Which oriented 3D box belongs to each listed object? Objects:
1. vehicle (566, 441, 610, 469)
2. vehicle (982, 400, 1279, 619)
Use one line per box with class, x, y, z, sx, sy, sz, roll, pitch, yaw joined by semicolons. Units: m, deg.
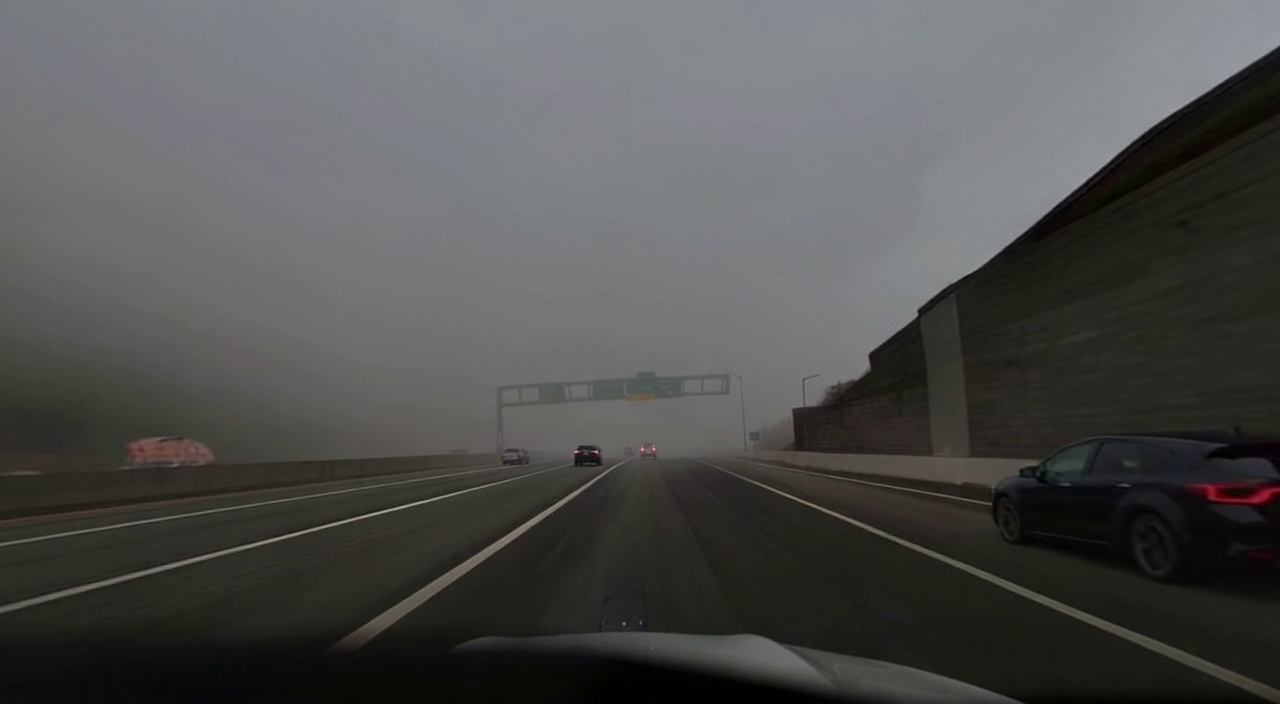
vehicle;-3.503;7.056;43.504;2.172;1.824;5.031;-1;-8;5
vehicle;5.994;1.492;6.842;2.122;1.646;4.491;-1;-8;2
